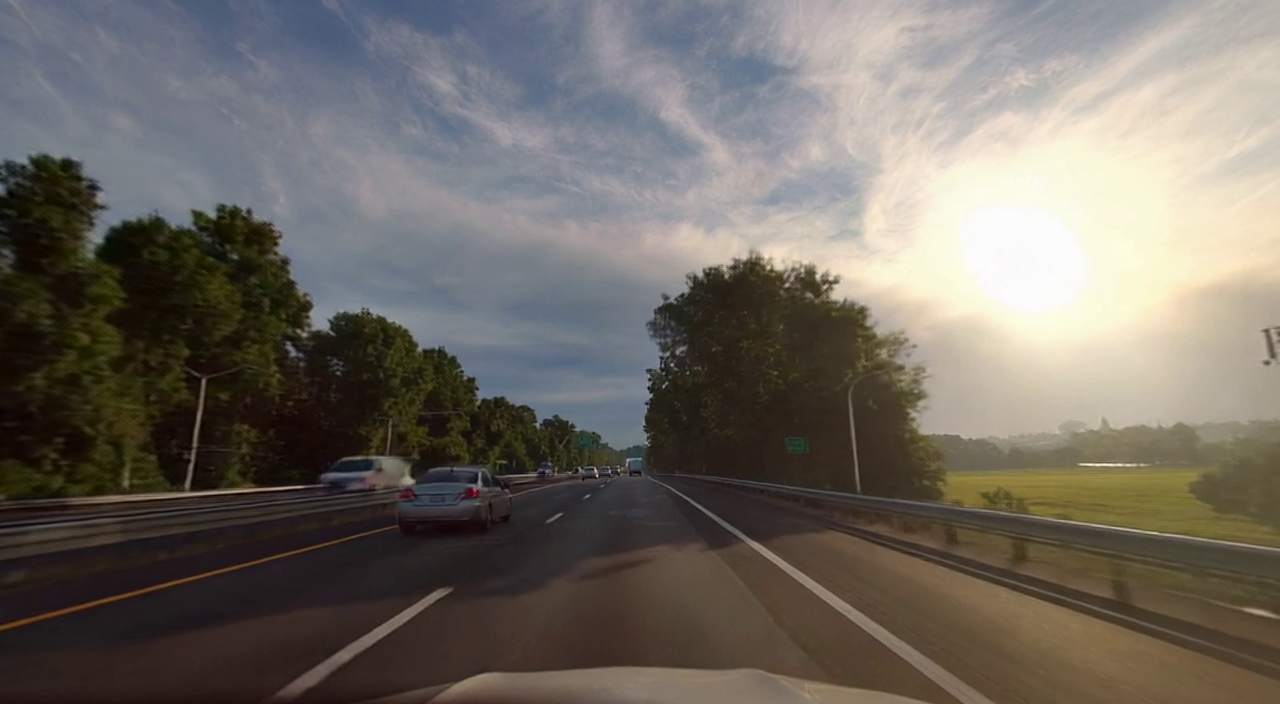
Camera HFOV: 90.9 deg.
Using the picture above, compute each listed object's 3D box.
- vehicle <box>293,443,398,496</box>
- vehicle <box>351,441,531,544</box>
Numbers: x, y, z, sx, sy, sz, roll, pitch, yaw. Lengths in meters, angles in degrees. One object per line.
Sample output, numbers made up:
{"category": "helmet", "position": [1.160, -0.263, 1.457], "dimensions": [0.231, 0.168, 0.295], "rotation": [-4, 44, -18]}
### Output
{"category": "vehicle", "position": [-13.537, 5.490, 29.483], "dimensions": [2.322, 2.195, 5.350], "rotation": [1, -10, -1]}
{"category": "vehicle", "position": [-3.746, 2.783, 12.957], "dimensions": [2.123, 1.666, 4.709], "rotation": [1, -10, 0]}
